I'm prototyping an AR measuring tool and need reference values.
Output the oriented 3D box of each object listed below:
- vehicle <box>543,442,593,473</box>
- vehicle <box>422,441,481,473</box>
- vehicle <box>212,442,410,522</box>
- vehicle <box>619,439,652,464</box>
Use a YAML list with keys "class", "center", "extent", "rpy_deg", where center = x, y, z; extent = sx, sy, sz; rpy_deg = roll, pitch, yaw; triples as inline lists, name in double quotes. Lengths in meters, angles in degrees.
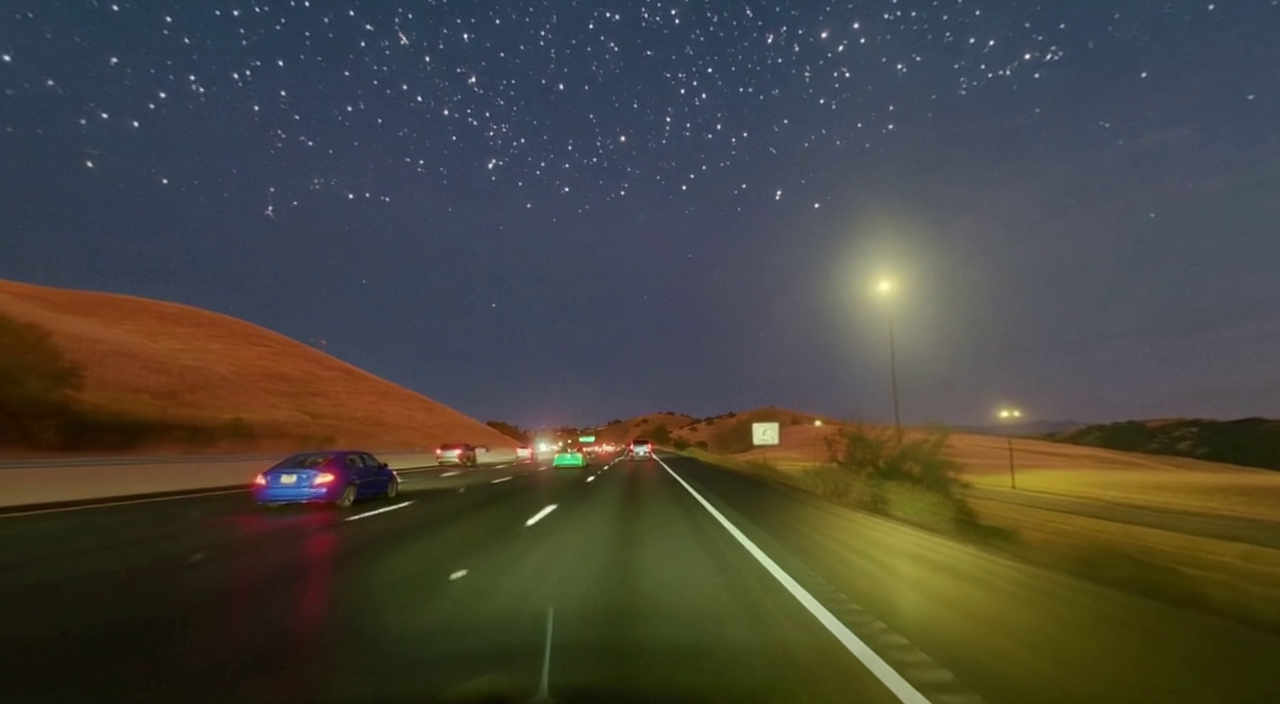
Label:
- class: "vehicle"
  center: [-3.841, 5.703, 34.449]
  extent: [2.144, 1.505, 4.649]
  rpy_deg: [0, -8, 0]
- class: "vehicle"
  center: [-11.061, 6.142, 37.322]
  extent: [2.025, 1.750, 4.505]
  rpy_deg: [0, -8, 1]
- class: "vehicle"
  center: [-6.860, 2.709, 13.811]
  extent: [1.991, 1.441, 4.265]
  rpy_deg: [0, -8, 1]
- class: "vehicle"
  center: [-0.336, 6.989, 44.654]
  extent: [2.225, 1.674, 4.044]
  rpy_deg: [0, -8, -1]
